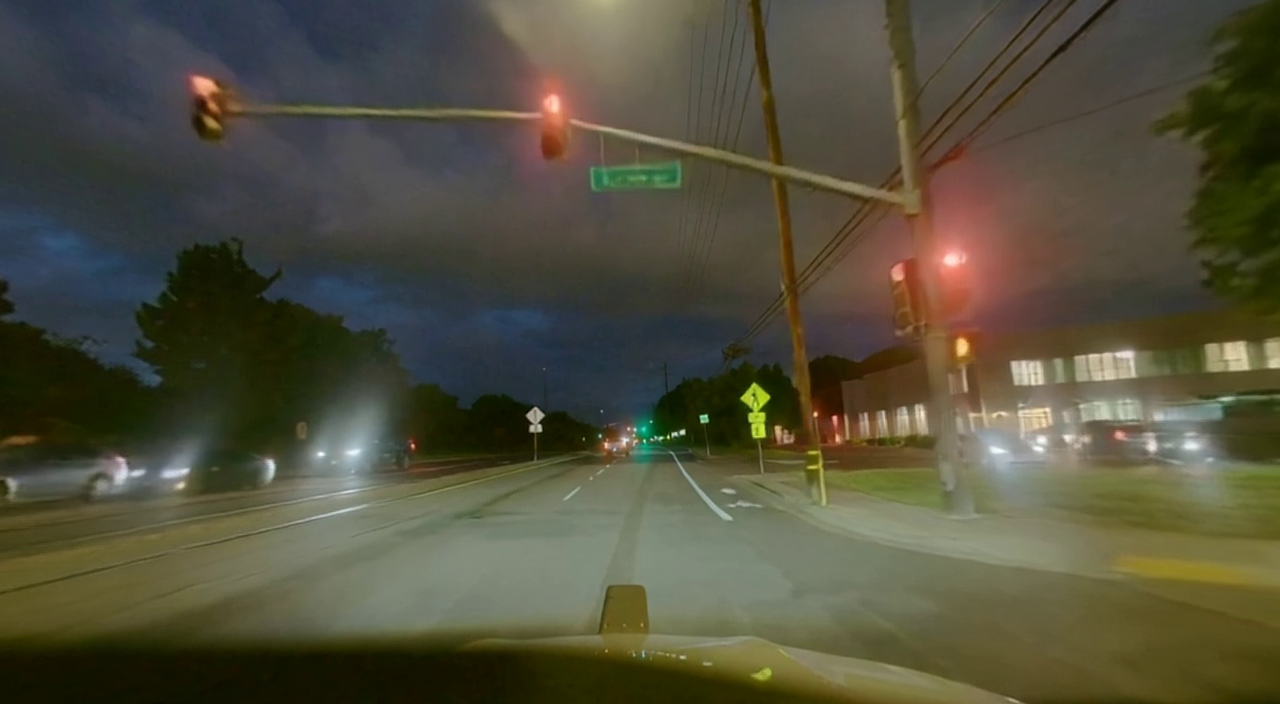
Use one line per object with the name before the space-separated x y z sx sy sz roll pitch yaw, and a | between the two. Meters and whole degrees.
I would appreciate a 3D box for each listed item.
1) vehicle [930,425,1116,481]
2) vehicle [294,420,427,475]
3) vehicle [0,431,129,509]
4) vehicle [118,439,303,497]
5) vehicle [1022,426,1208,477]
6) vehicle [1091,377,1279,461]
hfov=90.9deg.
vehicle | 12.011 3.148 20.162 1.897 1.532 4.694 4 -8 -29
vehicle | -12.623 4.364 29.156 2.798 2.249 6.296 -1 -8 5
vehicle | -16.502 3.039 16.607 2.112 1.880 4.479 -1 -8 4
vehicle | -12.909 3.467 19.484 2.090 1.519 4.919 -1 -8 3
vehicle | 15.066 3.120 20.267 1.994 1.453 4.249 4 -8 -28
vehicle | 18.238 2.173 19.934 2.609 2.332 5.734 4 -9 -28
